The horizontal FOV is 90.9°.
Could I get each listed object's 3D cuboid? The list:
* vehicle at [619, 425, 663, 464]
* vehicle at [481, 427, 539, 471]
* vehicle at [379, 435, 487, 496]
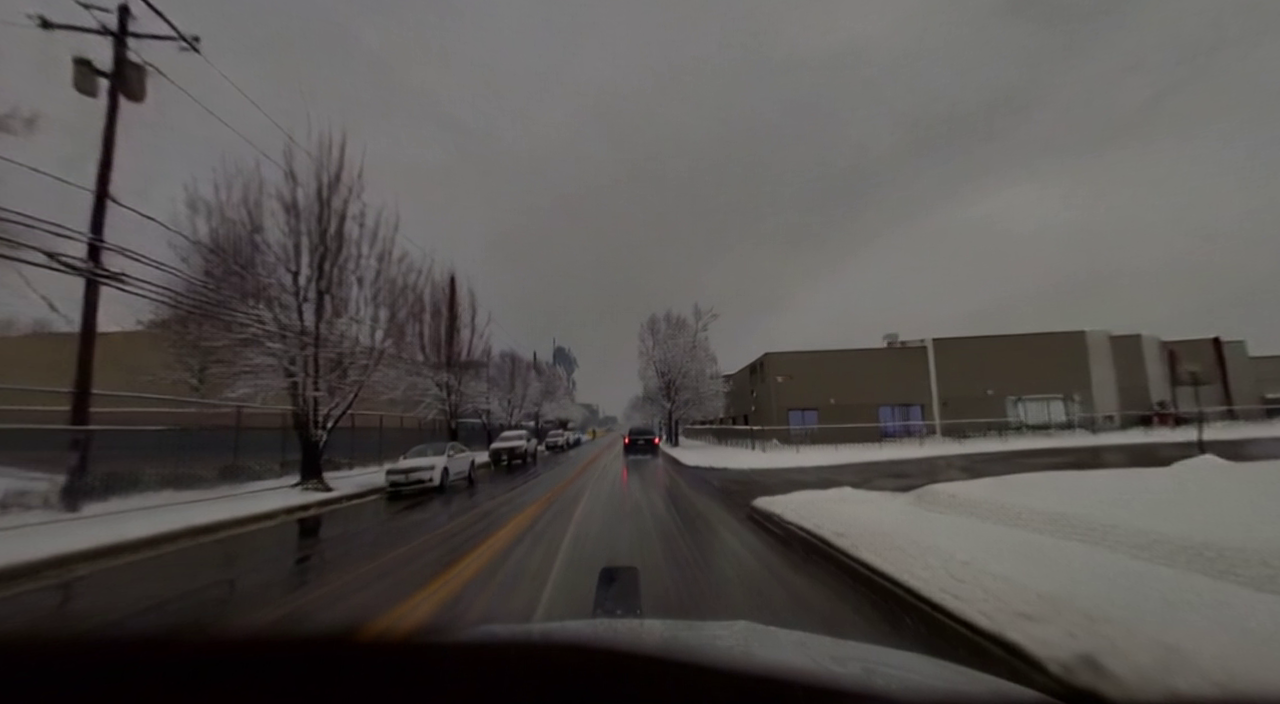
[{"bbox_3d":[0.028,4.824,33.023,2.152,1.874,4.042,0,-8,-1],"label":"vehicle"},{"bbox_3d":[-6.686,5.073,32.976,2.005,1.989,4.929,-3,-9,0],"label":"vehicle"},{"bbox_3d":[-6.066,3.383,18.987,1.938,1.500,4.130,-3,-9,-2],"label":"vehicle"}]
